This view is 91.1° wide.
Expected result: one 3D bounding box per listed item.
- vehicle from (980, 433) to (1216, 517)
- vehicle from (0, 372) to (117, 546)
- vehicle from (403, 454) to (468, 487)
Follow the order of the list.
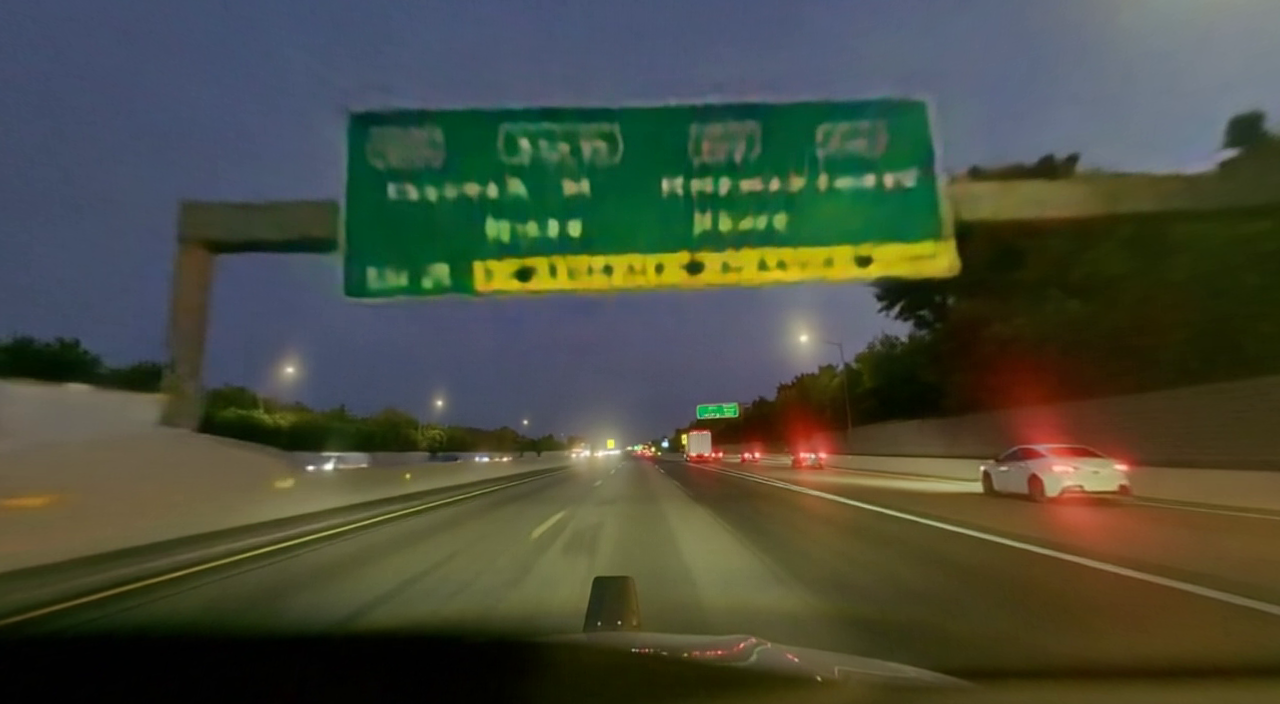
[{"bbox_3d":[10.433,2.823,14.952,1.950,1.632,4.845,0,-9,0],"label":"vehicle"},{"bbox_3d":[-16.252,2.348,13.753,3.138,3.947,7.349,0,-8,-1],"label":"vehicle"},{"bbox_3d":[-10.217,5.943,31.764,1.913,1.474,4.284,0,-9,-1],"label":"vehicle"}]
